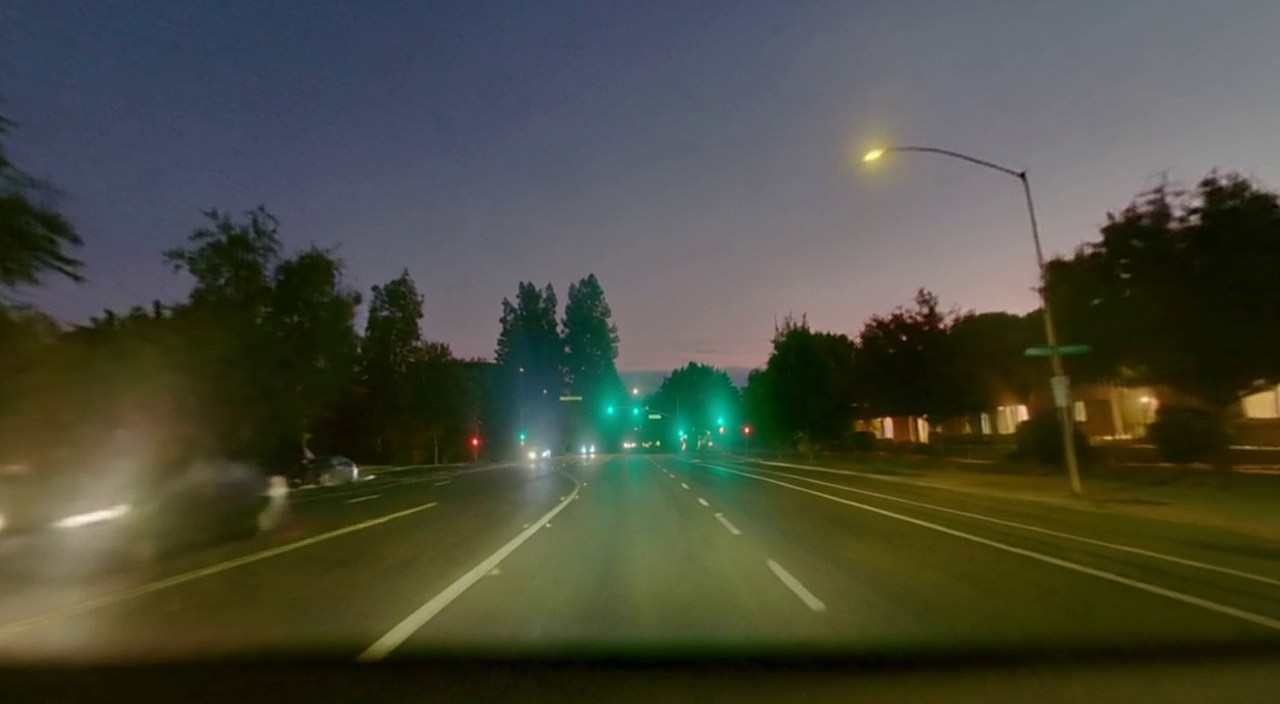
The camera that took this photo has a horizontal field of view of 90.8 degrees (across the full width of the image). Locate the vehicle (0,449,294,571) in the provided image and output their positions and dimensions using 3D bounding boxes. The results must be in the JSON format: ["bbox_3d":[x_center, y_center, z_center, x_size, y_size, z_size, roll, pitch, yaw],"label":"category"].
[{"bbox_3d":[-7.697,2.316,10.090,1.931,1.483,4.246,0,-8,0],"label":"vehicle"}]

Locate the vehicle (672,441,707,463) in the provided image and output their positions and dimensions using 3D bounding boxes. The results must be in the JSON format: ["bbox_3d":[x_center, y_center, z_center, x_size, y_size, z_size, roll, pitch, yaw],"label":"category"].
[{"bbox_3d":[3.589,7.323,46.399,2.133,1.494,4.265,0,-9,-2],"label":"vehicle"}]

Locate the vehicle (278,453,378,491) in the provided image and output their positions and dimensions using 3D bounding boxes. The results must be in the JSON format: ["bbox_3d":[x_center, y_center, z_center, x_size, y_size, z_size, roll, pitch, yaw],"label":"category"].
[{"bbox_3d":[-13.499,5.206,27.705,1.992,1.453,4.439,0,-8,2],"label":"vehicle"}]
